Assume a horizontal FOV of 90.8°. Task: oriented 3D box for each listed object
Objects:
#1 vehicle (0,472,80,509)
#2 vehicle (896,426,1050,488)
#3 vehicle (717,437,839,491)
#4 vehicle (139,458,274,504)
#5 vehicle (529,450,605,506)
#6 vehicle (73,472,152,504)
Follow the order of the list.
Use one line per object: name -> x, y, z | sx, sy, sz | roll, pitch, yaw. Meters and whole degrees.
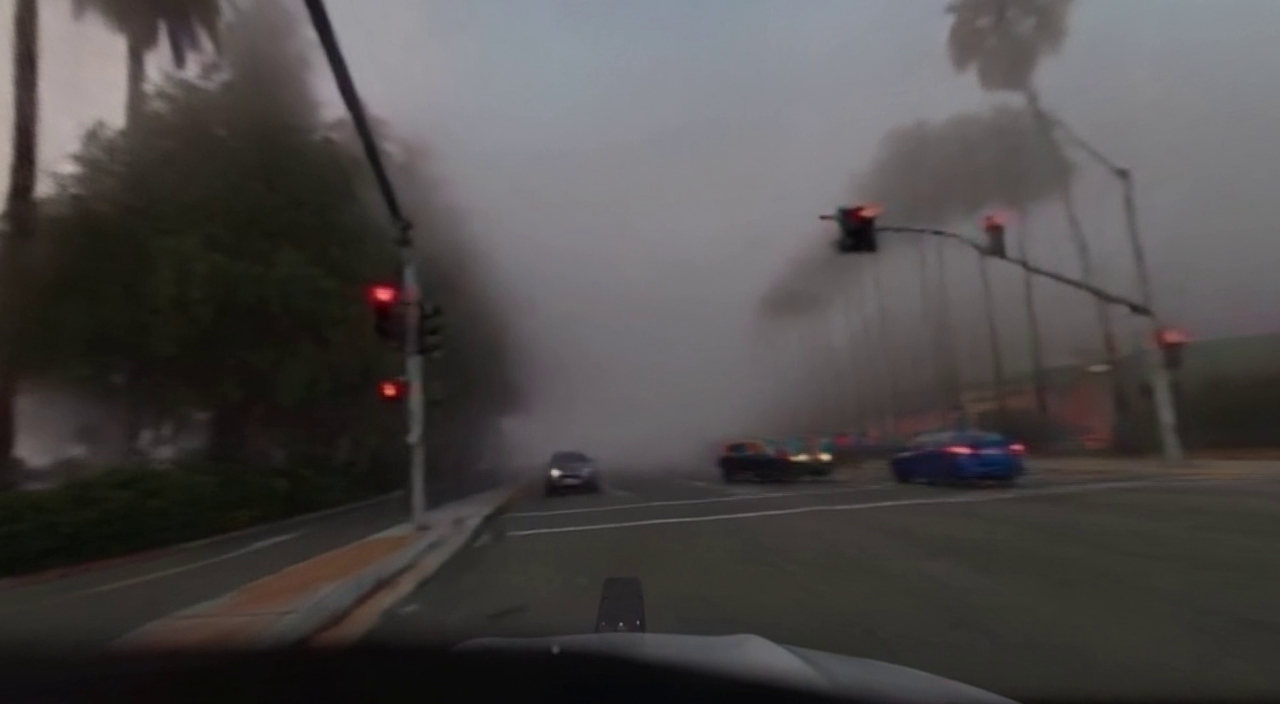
vehicle -> -32.640, 7.338, 33.742 | 1.992, 1.533, 4.178 | 4, -8, -10
vehicle -> 8.872, 2.851, 17.331 | 2.089, 1.471, 4.206 | -1, -9, 3
vehicle -> 4.277, 3.570, 20.523 | 2.068, 1.509, 4.687 | 1, -9, -12
vehicle -> -18.038, 5.343, 26.433 | 4.286, 1.569, 2.068 | 0, -4, 6
vehicle -> -2.471, 3.943, 20.299 | 1.951, 1.546, 4.597 | 1, -9, -12
vehicle -> -29.404, 7.541, 35.348 | 1.787, 1.464, 3.877 | -1, -9, -14
